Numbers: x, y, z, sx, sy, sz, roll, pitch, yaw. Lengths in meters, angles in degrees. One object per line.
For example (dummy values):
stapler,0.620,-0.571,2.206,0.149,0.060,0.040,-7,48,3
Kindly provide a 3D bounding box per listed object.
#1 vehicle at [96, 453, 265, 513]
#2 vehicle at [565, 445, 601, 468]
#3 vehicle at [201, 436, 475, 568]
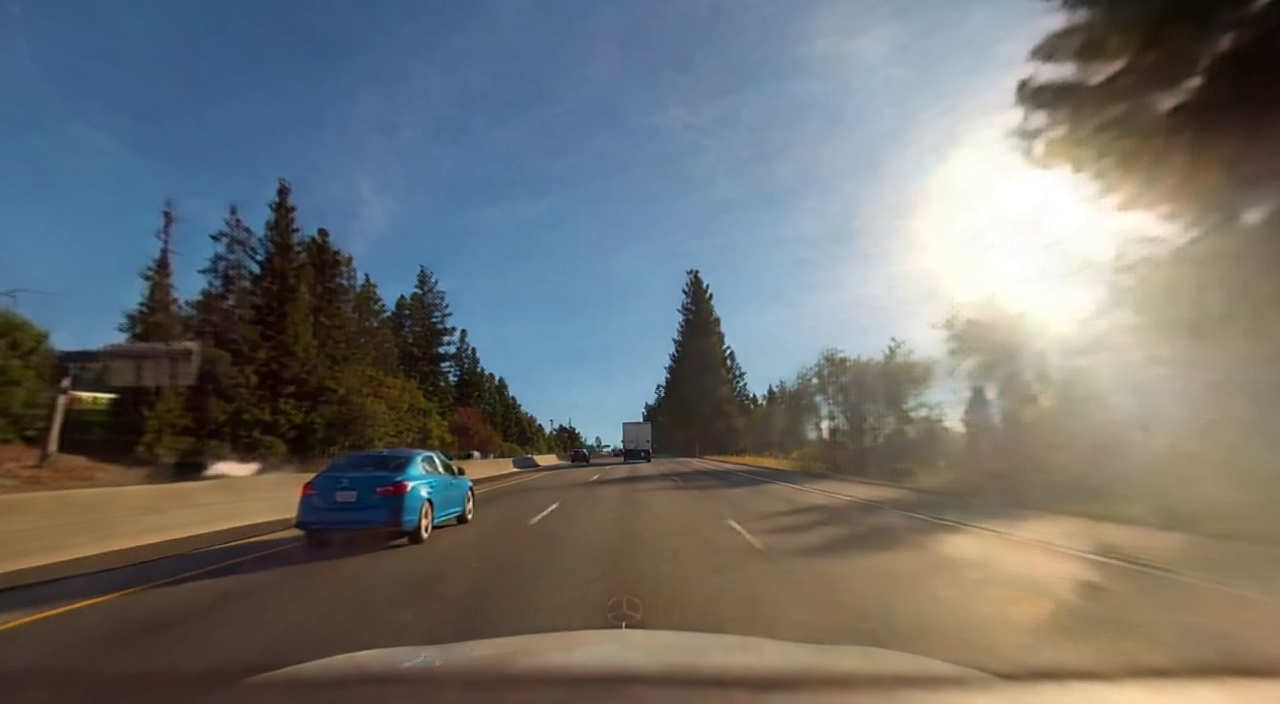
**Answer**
vehicle,-13.688,3.872,19.163,2.001,1.574,4.157,0,-9,0
vehicle,-4.334,7.971,48.267,2.311,1.655,4.382,0,-9,0
vehicle,-4.069,2.071,9.552,1.916,1.506,4.476,0,-9,0
